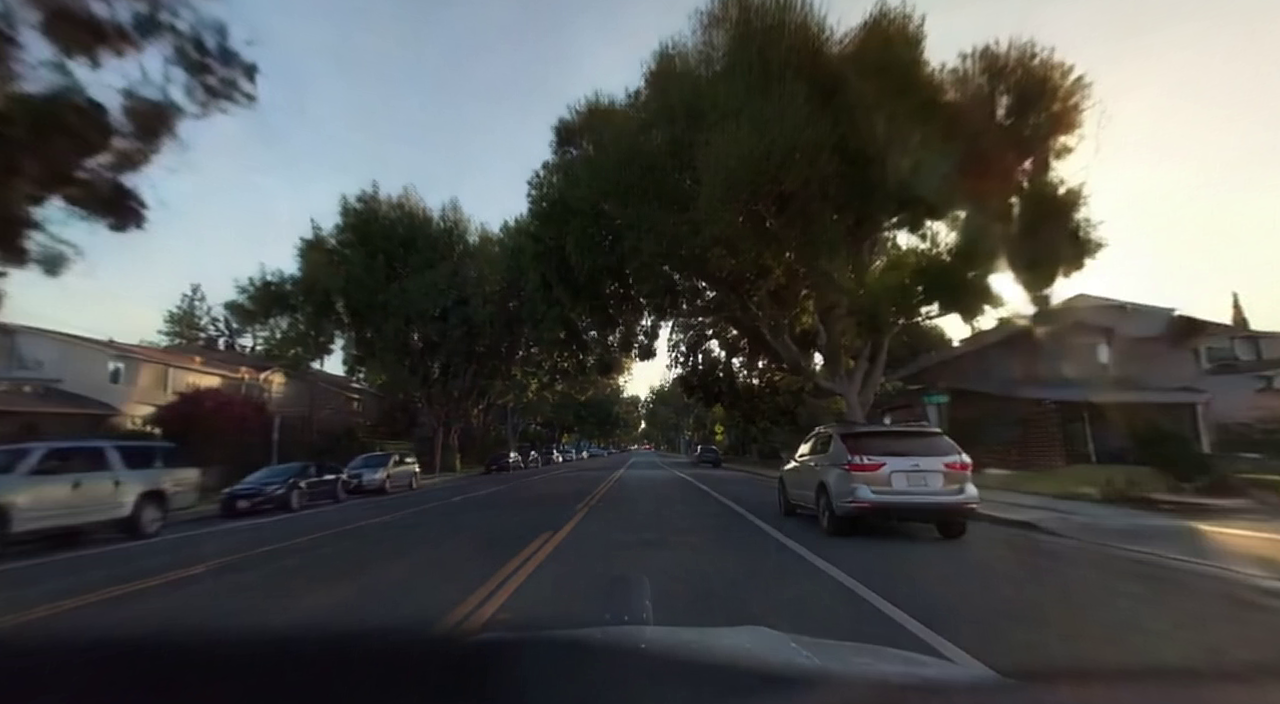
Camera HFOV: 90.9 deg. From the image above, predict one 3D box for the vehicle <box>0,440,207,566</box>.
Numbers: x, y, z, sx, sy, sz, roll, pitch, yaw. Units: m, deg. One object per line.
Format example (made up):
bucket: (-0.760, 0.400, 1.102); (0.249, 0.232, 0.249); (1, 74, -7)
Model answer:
vehicle: (-10.669, 2.533, 10.986); (2.261, 1.851, 5.724); (-2, -9, -1)

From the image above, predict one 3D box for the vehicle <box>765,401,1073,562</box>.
vehicle: (3.895, 1.975, 10.476); (2.497, 1.889, 5.833); (0, -9, 1)

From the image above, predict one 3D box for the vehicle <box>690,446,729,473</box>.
vehicle: (4.098, 6.414, 37.820); (1.956, 1.492, 4.425); (-1, -9, 1)

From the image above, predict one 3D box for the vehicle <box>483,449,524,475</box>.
vehicle: (-10.248, 8.276, 47.712); (2.083, 1.791, 4.585); (-2, -9, 1)

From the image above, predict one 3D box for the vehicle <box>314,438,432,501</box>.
vehicle: (-10.462, 4.637, 25.336); (2.254, 2.127, 5.697); (-3, -9, 0)

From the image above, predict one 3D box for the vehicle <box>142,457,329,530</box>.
vehicle: (-10.616, 3.714, 17.086); (2.006, 1.476, 4.570); (-3, -8, 1)
